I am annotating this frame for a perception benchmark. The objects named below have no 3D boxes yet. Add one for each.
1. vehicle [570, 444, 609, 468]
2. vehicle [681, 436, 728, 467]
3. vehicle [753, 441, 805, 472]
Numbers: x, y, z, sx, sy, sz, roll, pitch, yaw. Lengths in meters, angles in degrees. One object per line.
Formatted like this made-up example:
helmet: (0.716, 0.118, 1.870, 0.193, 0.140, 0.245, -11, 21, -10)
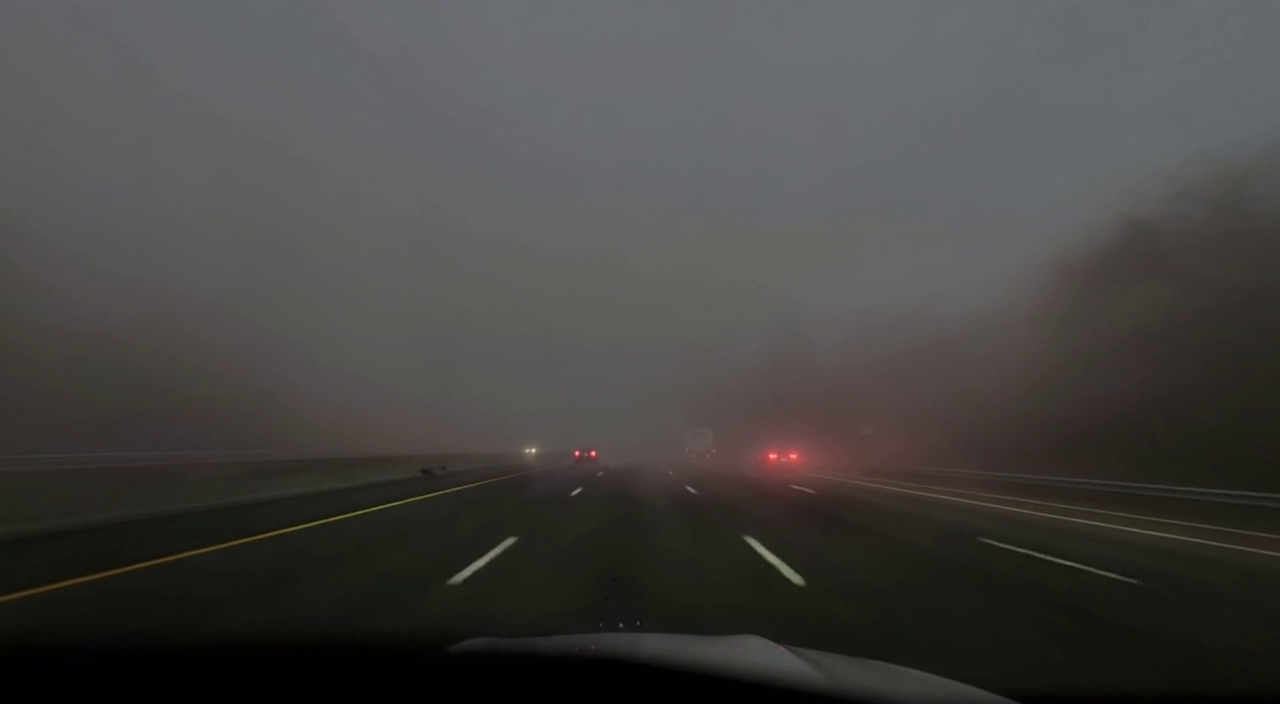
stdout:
vehicle: (-3.295, 6.907, 42.051, 2.164, 1.507, 4.748, 0, -9, 1)
vehicle: (4.432, 7.009, 44.298, 2.770, 1.990, 5.755, 0, -9, 1)
vehicle: (8.343, 6.316, 38.210, 2.188, 1.727, 4.381, 0, -9, 1)
